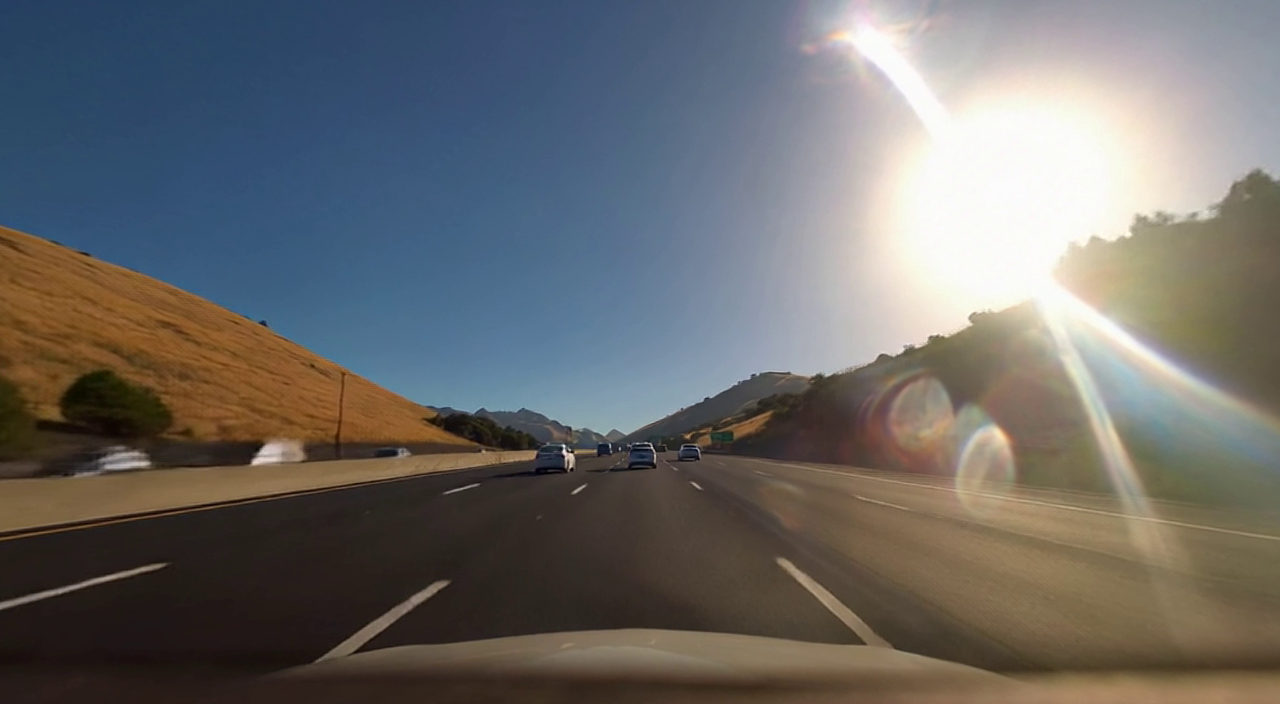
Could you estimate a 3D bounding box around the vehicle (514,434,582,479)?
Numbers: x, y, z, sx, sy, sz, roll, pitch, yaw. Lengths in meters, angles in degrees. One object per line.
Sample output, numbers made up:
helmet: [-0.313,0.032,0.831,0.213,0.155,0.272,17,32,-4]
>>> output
vehicle: [-3.694,4.302,26.138,2.076,1.690,4.113,0,-8,1]

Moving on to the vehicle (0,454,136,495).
vehicle: [-23.668,4.927,25.740,2.388,1.465,4.513,0,-8,1]

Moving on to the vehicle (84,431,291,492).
vehicle: [-16.149,3.956,23.254,2.919,1.917,6.330,0,-8,0]

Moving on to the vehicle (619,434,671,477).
vehicle: [0.204,4.464,27.395,2.086,1.685,4.206,0,-8,0]

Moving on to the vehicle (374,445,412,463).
vehicle: [-18.800,7.760,48.030,1.520,1.343,3.294,0,-9,1]
